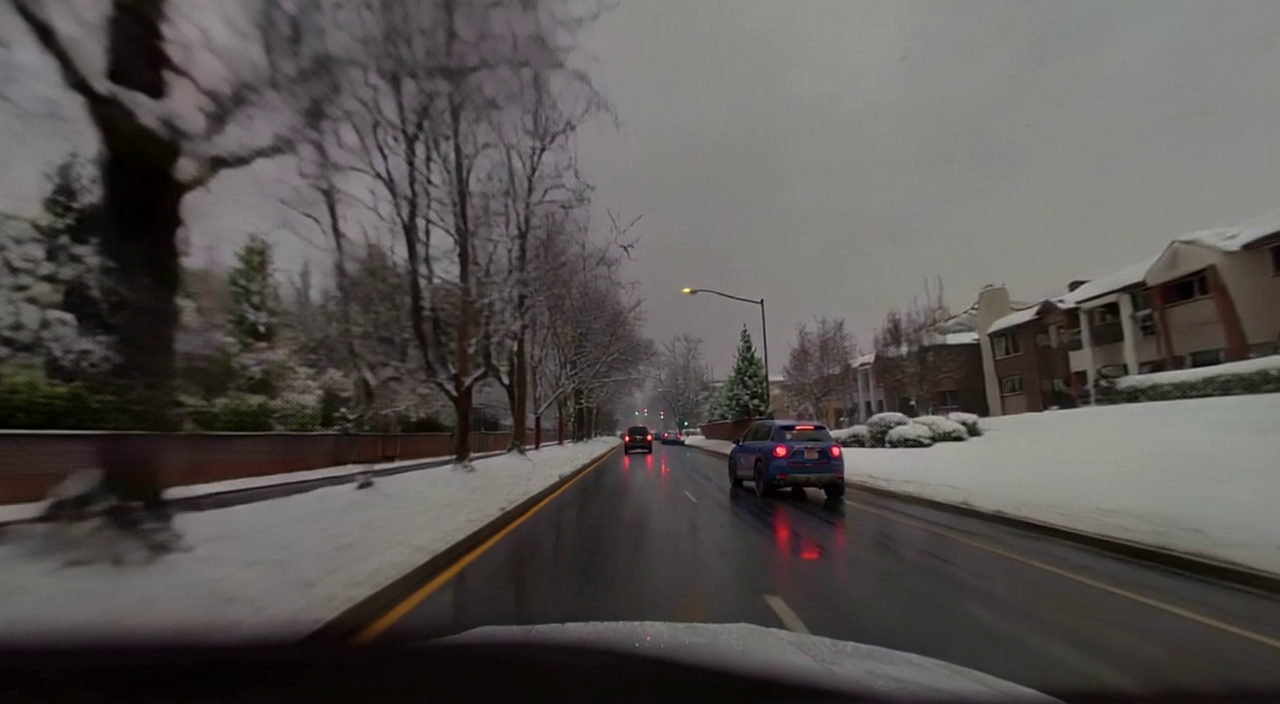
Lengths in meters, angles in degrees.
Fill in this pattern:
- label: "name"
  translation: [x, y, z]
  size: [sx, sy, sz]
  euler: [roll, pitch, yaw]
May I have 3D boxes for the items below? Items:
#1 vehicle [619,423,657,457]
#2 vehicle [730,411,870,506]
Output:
- label: "vehicle"
  translation: [-0.131, 4.915, 35.114]
  size: [1.984, 1.777, 3.148]
  euler: [0, -8, -1]
- label: "vehicle"
  translation: [3.199, 2.228, 13.519]
  size: [1.840, 1.709, 4.202]
  euler: [0, -8, -1]
